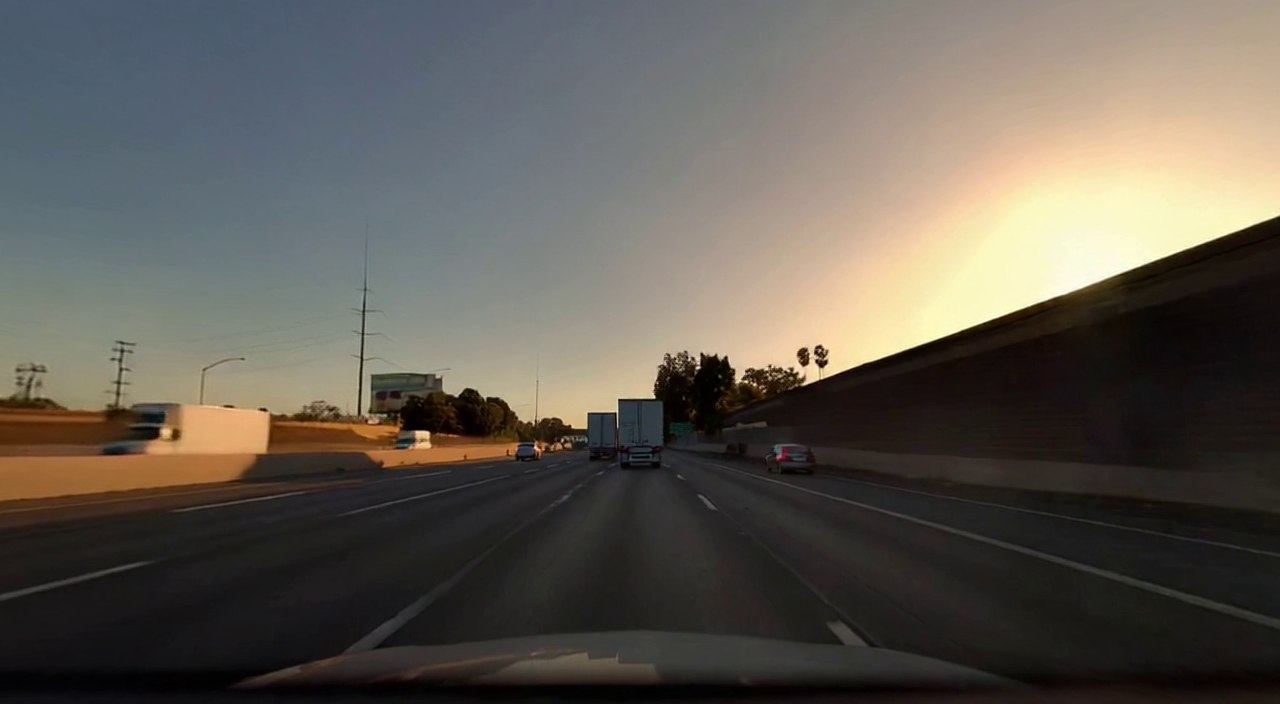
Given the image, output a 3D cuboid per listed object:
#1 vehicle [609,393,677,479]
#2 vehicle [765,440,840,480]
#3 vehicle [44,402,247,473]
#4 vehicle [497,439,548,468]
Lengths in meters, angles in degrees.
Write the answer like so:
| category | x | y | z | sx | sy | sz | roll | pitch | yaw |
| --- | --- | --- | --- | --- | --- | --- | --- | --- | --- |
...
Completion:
| category | x | y | z | sx | sy | sz | roll | pitch | yaw |
| --- | --- | --- | --- | --- | --- | --- | --- | --- | --- |
| vehicle | 0.045 | 4.534 | 35.420 | 3.054 | 3.944 | 11.230 | -2 | -6 | -1 |
| vehicle | 6.803 | 4.566 | 26.968 | 1.969 | 1.560 | 4.394 | 0 | -8 | -1 |
| vehicle | -19.022 | 3.406 | 24.966 | 2.825 | 2.420 | 6.603 | 0 | -8 | -2 |
| vehicle | -6.795 | 5.919 | 36.976 | 1.992 | 1.547 | 4.673 | 0 | -8 | 1 |
